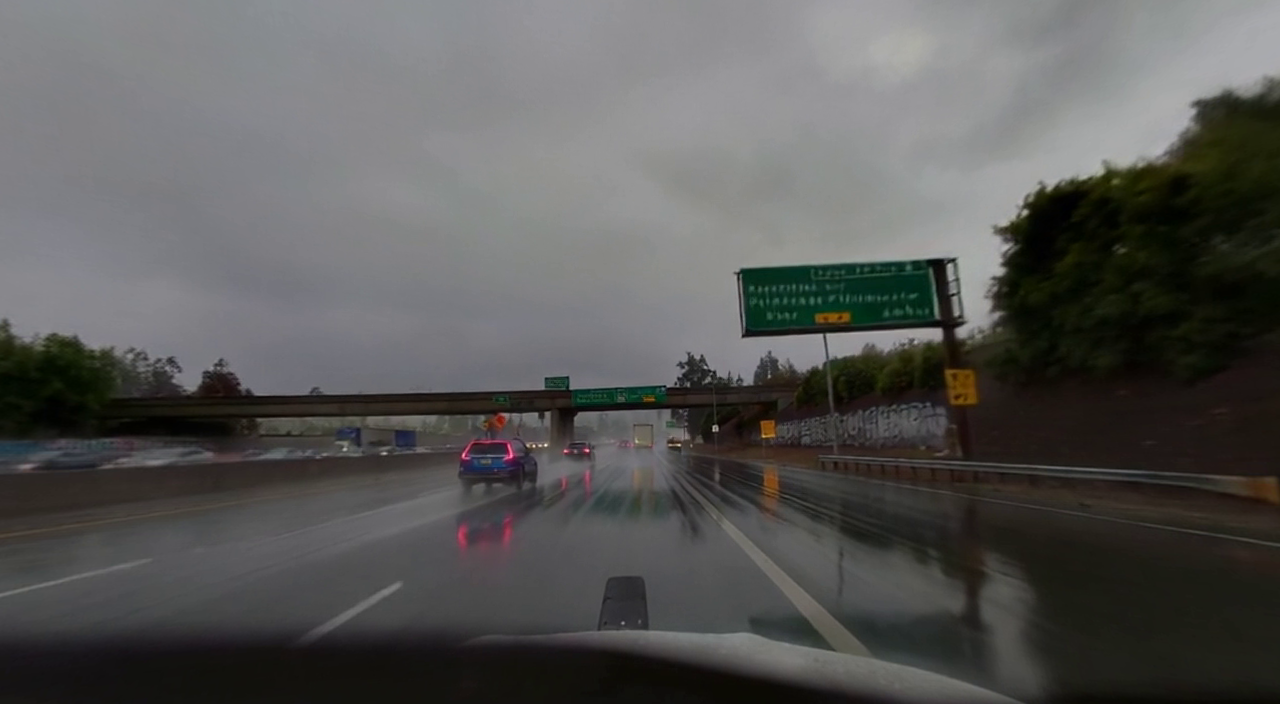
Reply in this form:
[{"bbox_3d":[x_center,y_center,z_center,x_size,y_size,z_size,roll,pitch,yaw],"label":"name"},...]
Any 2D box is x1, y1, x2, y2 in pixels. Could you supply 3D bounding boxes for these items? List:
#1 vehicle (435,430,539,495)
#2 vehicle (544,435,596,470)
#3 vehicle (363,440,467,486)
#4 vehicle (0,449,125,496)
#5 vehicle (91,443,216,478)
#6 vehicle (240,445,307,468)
[{"bbox_3d":[-4.275,3.144,18.221,1.969,1.633,3.962,0,-8,1],"label":"vehicle"},{"bbox_3d":[-3.560,5.256,32.916,2.154,1.693,4.394,0,-8,1],"label":"vehicle"},{"bbox_3d":[-7.844,3.899,22.444,1.917,1.449,4.727,0,-8,0],"label":"vehicle"},{"bbox_3d":[-20.634,4.126,21.977,1.749,1.441,3.952,0,-8,1],"label":"vehicle"},{"bbox_3d":[-24.069,5.344,31.398,1.969,1.580,5.258,0,-8,1],"label":"vehicle"},{"bbox_3d":[-27.418,7.840,47.153,2.039,1.597,4.846,0,-8,0],"label":"vehicle"}]
